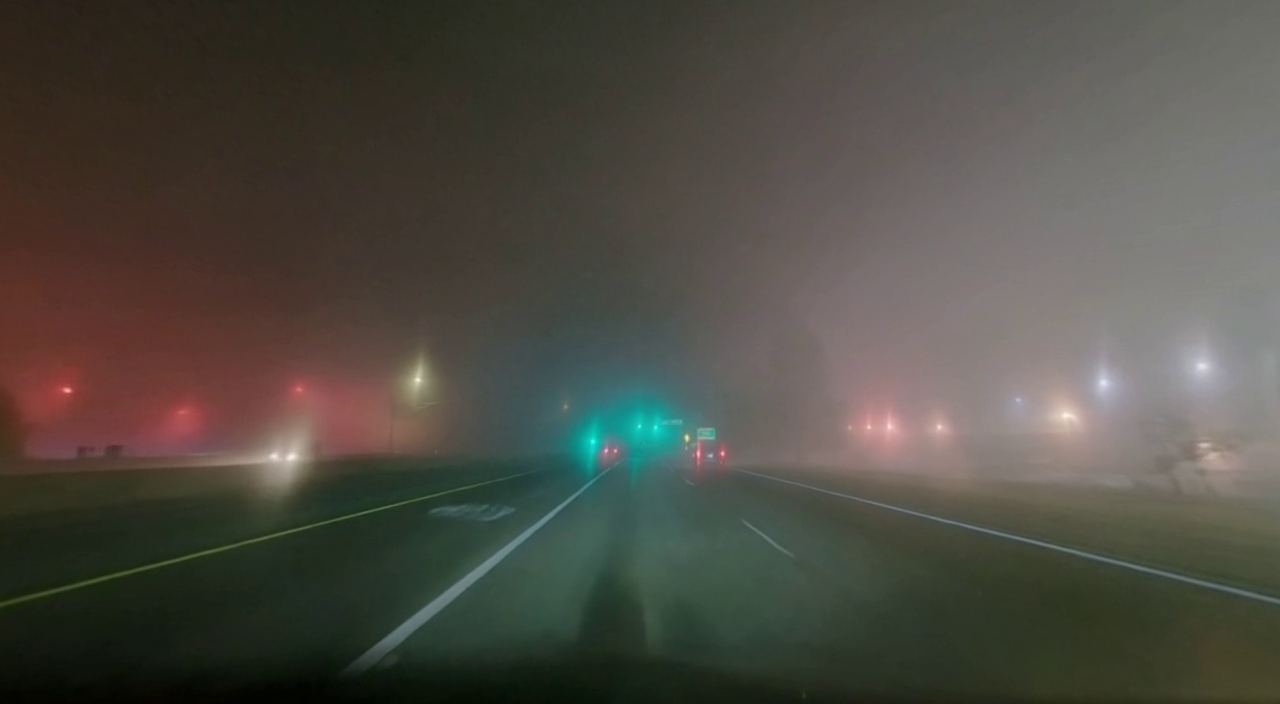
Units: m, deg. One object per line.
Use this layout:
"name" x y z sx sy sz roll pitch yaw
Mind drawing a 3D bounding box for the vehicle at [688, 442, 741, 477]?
"vehicle" 3.583 5.267 31.167 2.085 1.594 4.848 0 -9 1
